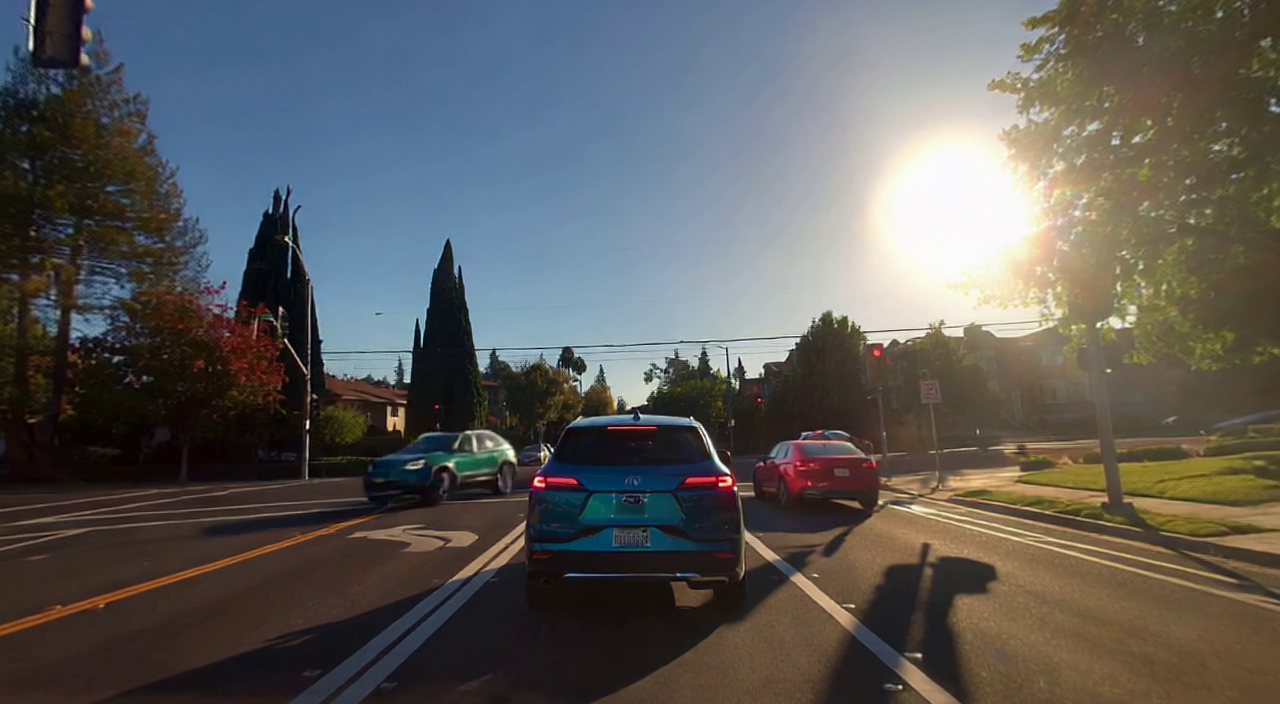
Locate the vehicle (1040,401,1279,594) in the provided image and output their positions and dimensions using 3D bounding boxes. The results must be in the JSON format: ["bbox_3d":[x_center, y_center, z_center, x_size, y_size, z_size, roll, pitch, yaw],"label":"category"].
[{"bbox_3d":[7.022,1.534,7.049,1.989,1.791,4.735,0,-8,1],"label":"vehicle"}]

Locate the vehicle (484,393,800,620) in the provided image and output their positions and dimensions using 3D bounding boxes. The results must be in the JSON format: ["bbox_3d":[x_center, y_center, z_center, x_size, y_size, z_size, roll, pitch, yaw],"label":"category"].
[{"bbox_3d":[0.042,1.464,6.914,2.322,1.667,4.367,0,-8,1],"label":"vehicle"}]

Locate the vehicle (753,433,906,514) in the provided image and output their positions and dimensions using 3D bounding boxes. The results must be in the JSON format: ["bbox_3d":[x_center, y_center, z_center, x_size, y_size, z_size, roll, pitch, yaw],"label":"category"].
[{"bbox_3d":[4.048,2.665,14.426,2.077,1.527,4.755,0,-8,1],"label":"vehicle"}]

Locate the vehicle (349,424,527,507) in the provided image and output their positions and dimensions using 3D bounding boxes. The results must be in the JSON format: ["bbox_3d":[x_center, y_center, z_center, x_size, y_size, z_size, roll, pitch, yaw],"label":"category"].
[{"bbox_3d":[-4.921,2.843,16.310,2.059,1.797,4.824,-2,-9,15],"label":"vehicle"}]

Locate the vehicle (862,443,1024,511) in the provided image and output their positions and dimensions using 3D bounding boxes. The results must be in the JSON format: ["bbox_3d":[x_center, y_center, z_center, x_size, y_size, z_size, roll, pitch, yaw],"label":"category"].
[{"bbox_3d":[7.293,3.010,15.794,1.860,1.436,4.479,0,-8,0],"label":"vehicle"}]
